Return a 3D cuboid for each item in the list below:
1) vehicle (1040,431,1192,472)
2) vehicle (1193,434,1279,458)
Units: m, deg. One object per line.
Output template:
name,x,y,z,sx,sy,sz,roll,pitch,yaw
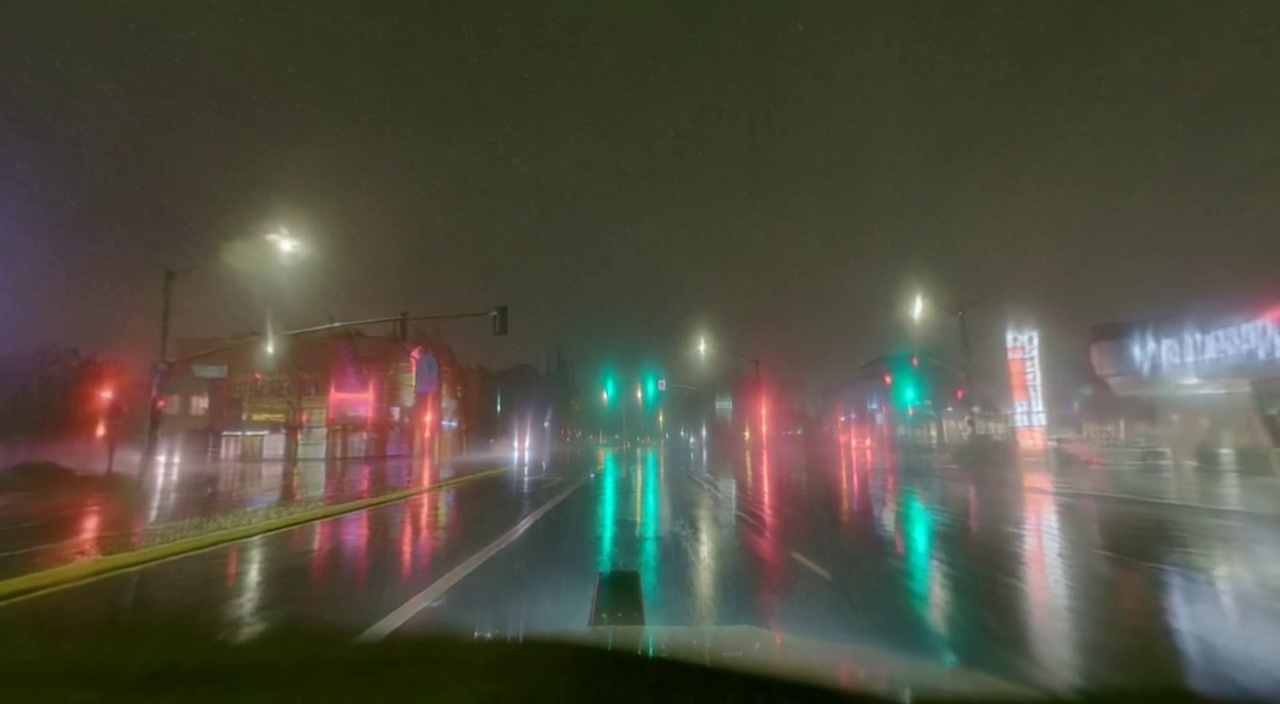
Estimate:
vehicle,18.840,3.947,25.148,4.545,1.511,1.935,0,-8,-3
vehicle,41.328,6.487,43.670,4.157,1.552,1.953,-1,-8,2
